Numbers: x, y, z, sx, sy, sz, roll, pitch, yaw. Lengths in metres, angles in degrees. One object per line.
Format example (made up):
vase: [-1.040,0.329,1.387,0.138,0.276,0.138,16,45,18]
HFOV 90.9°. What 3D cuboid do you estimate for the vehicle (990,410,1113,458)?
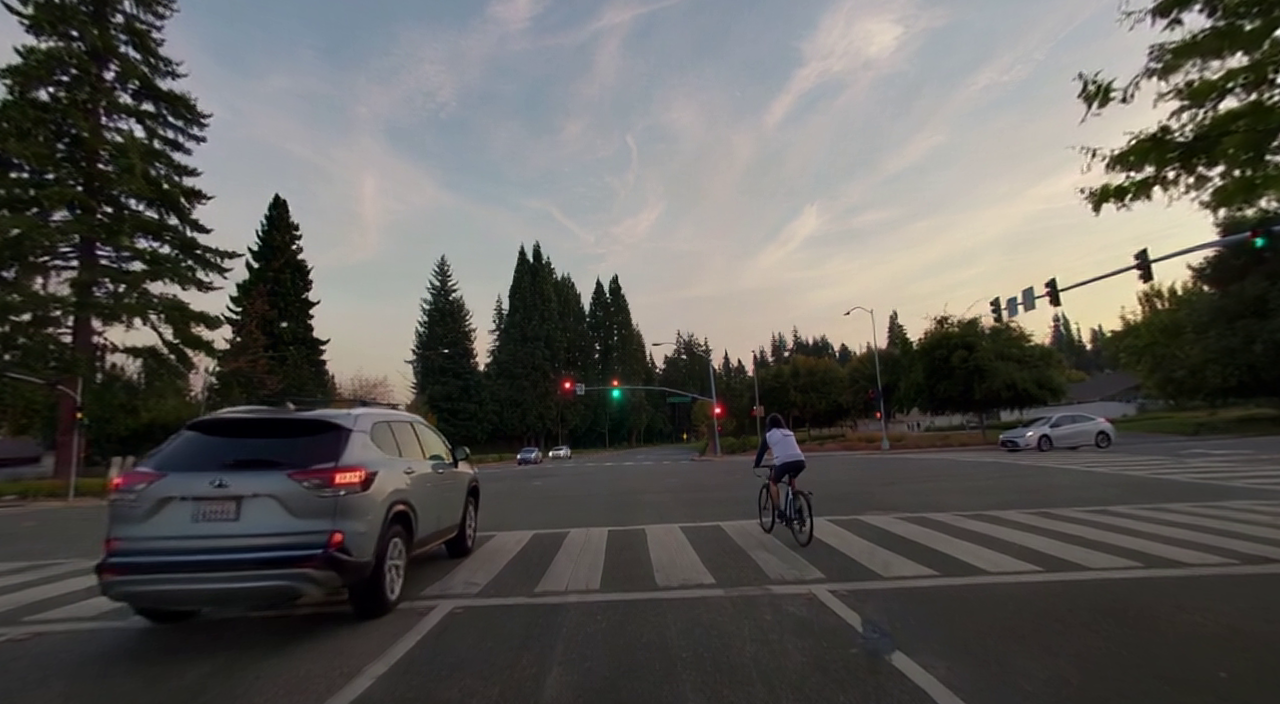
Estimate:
vehicle: [18.578,3.727,28.547,4.237,1.948,1.997,0,-9,-9]

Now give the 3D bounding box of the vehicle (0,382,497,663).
vehicle: [-3.024,1.408,6.346,2.049,1.756,4.602,0,-8,0]

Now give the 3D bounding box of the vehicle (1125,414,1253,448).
vehicle: [25.736,3.735,29.609,4.716,1.507,1.904,2,-9,-11]
